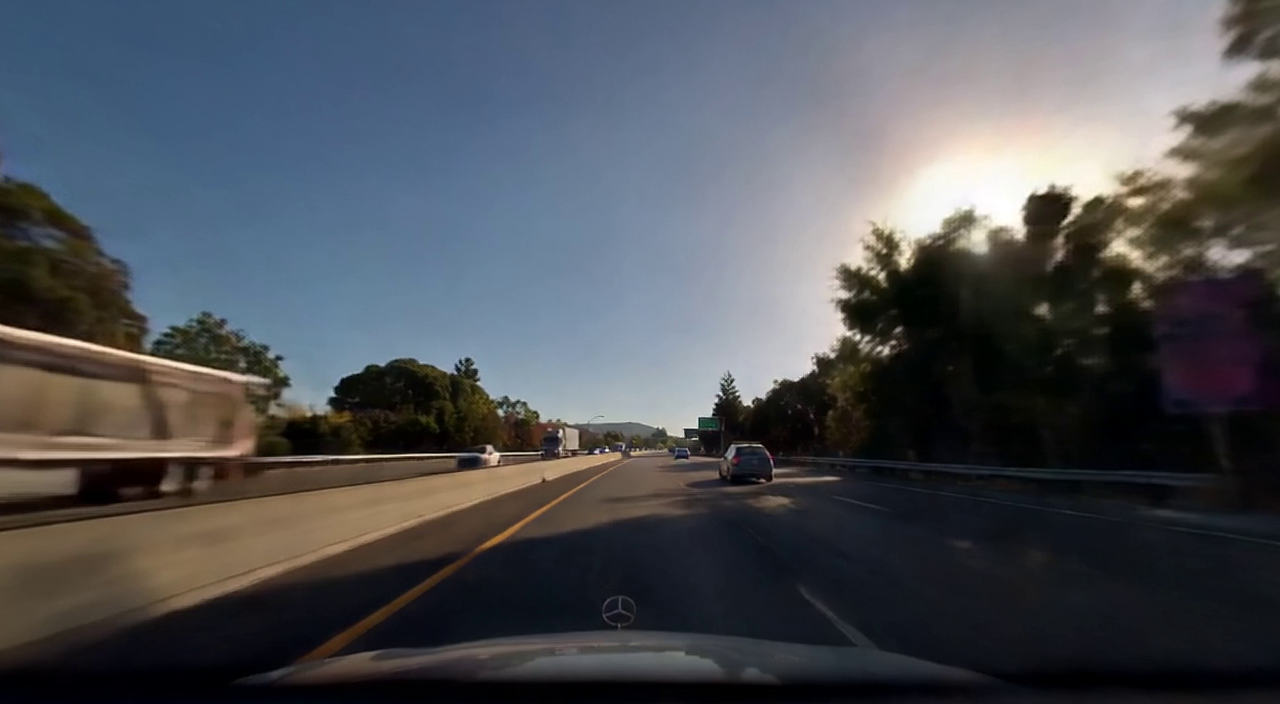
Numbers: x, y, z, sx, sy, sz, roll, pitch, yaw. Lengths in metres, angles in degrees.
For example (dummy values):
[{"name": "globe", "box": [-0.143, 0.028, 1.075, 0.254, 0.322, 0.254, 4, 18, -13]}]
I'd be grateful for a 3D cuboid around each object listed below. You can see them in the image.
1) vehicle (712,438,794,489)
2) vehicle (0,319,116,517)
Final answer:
[{"name": "vehicle", "box": [4.002, 4.050, 23.090, 2.089, 1.660, 4.729, 0, -9, -1]}, {"name": "vehicle", "box": [-13.421, 0.831, 9.085, 3.064, 3.642, 9.893, 0, -9, 0]}]
